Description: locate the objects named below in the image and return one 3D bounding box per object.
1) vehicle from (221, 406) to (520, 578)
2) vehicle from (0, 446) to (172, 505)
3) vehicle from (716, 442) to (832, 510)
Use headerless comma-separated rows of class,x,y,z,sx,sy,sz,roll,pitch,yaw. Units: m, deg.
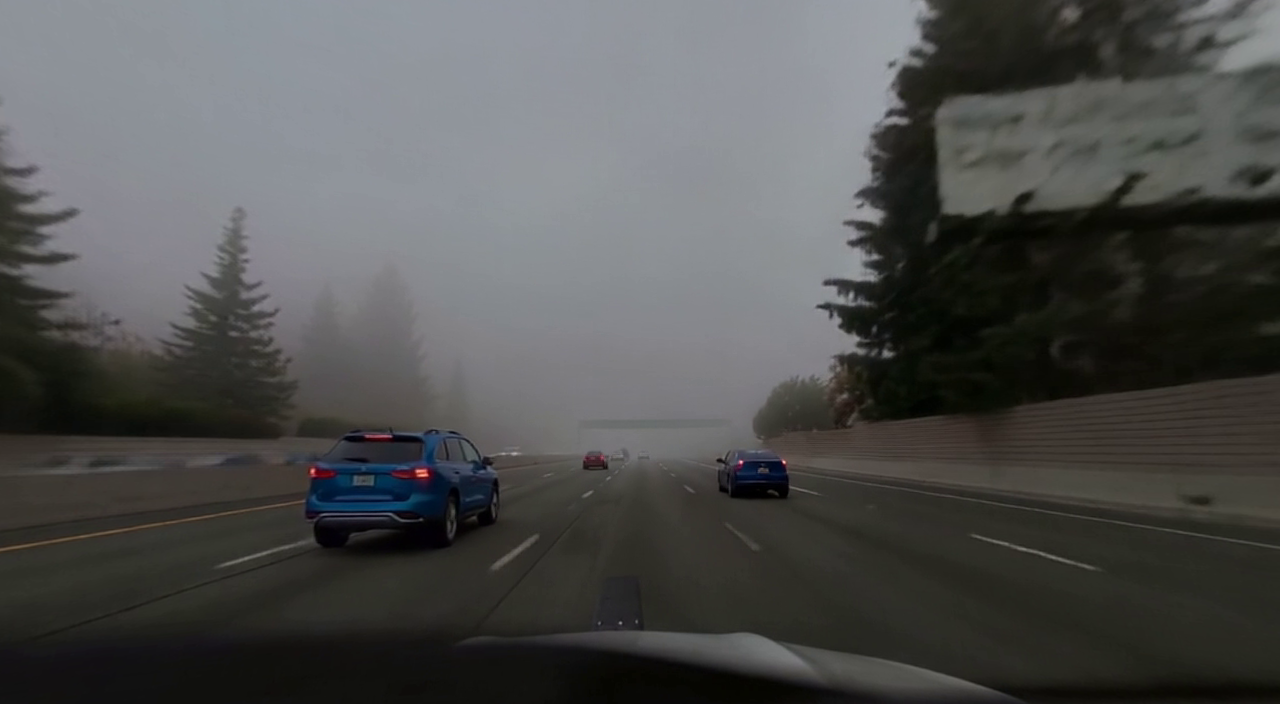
vehicle,-3.204,1.779,8.784,2.137,1.756,4.453,0,-9,1
vehicle,-18.134,3.951,20.650,2.015,1.696,4.544,0,-9,0
vehicle,3.228,3.071,16.071,1.979,1.486,4.125,0,-9,-1
